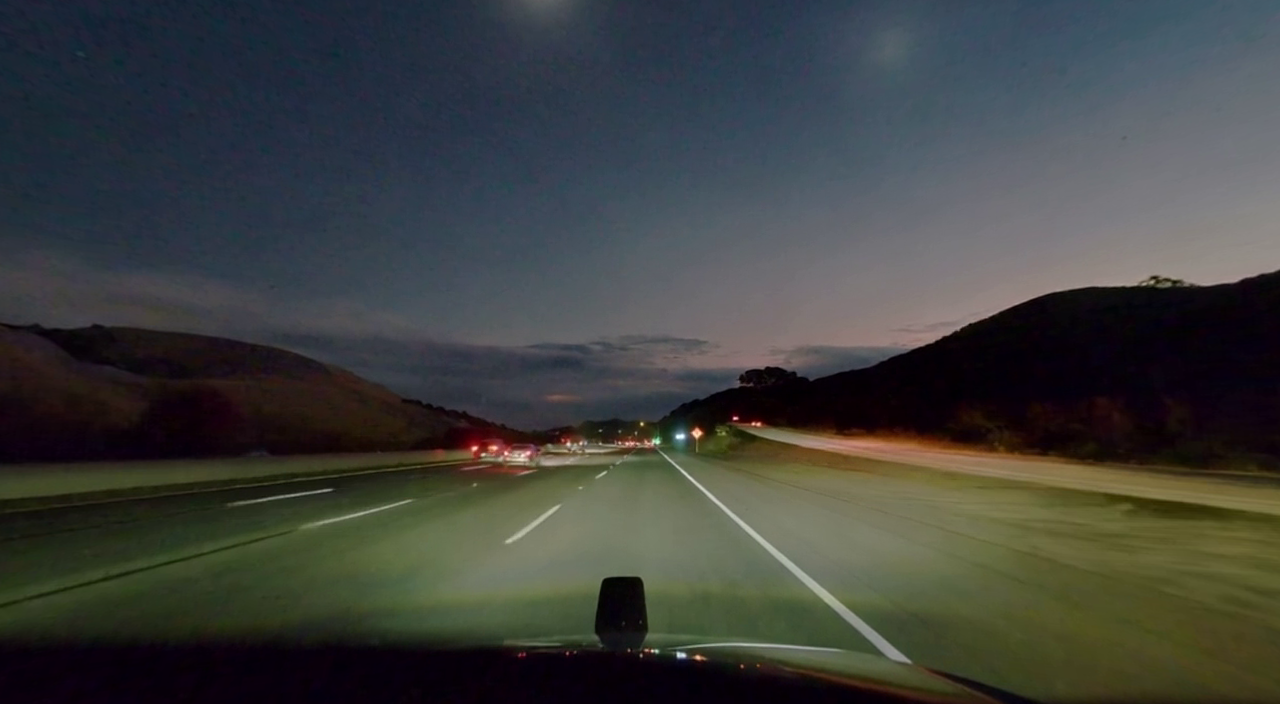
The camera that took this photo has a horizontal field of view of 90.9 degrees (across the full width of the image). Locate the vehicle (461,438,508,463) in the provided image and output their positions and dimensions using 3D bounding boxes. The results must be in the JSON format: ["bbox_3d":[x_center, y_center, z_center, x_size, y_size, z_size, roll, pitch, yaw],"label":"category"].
[{"bbox_3d":[-11.114,7.083,45.401,2.020,1.645,4.629,0,-9,2],"label":"vehicle"}]

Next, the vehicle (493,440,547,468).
[{"bbox_3d":[-6.814,5.843,36.196,2.107,1.484,4.449,0,-9,2],"label":"vehicle"}]
